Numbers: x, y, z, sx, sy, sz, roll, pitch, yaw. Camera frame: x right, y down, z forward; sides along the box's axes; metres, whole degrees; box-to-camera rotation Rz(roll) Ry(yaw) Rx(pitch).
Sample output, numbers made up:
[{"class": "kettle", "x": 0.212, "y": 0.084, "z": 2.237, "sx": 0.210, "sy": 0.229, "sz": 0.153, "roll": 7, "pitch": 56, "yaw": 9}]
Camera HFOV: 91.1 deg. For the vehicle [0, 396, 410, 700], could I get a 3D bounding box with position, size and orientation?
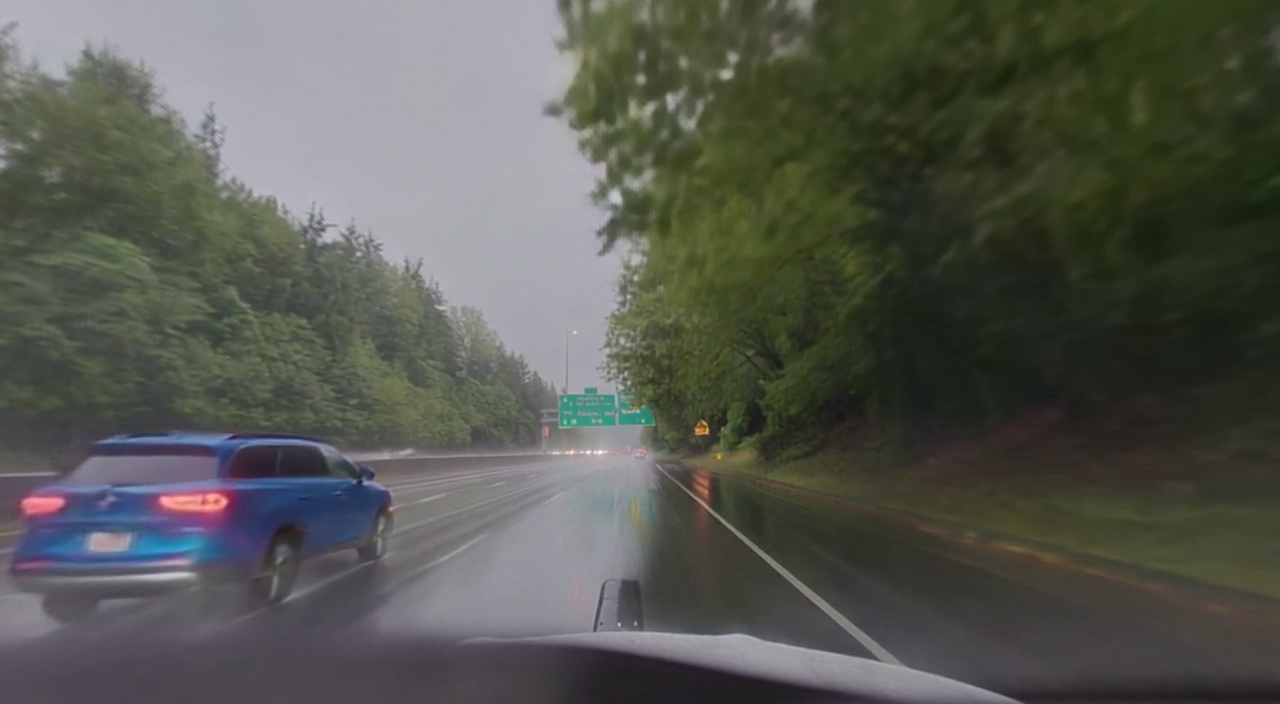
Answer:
[{"class": "vehicle", "x": -3.926, "y": 1.399, "z": 5.613, "sx": 2.104, "sy": 1.626, "sz": 4.283, "roll": 0, "pitch": -9, "yaw": 0}]
